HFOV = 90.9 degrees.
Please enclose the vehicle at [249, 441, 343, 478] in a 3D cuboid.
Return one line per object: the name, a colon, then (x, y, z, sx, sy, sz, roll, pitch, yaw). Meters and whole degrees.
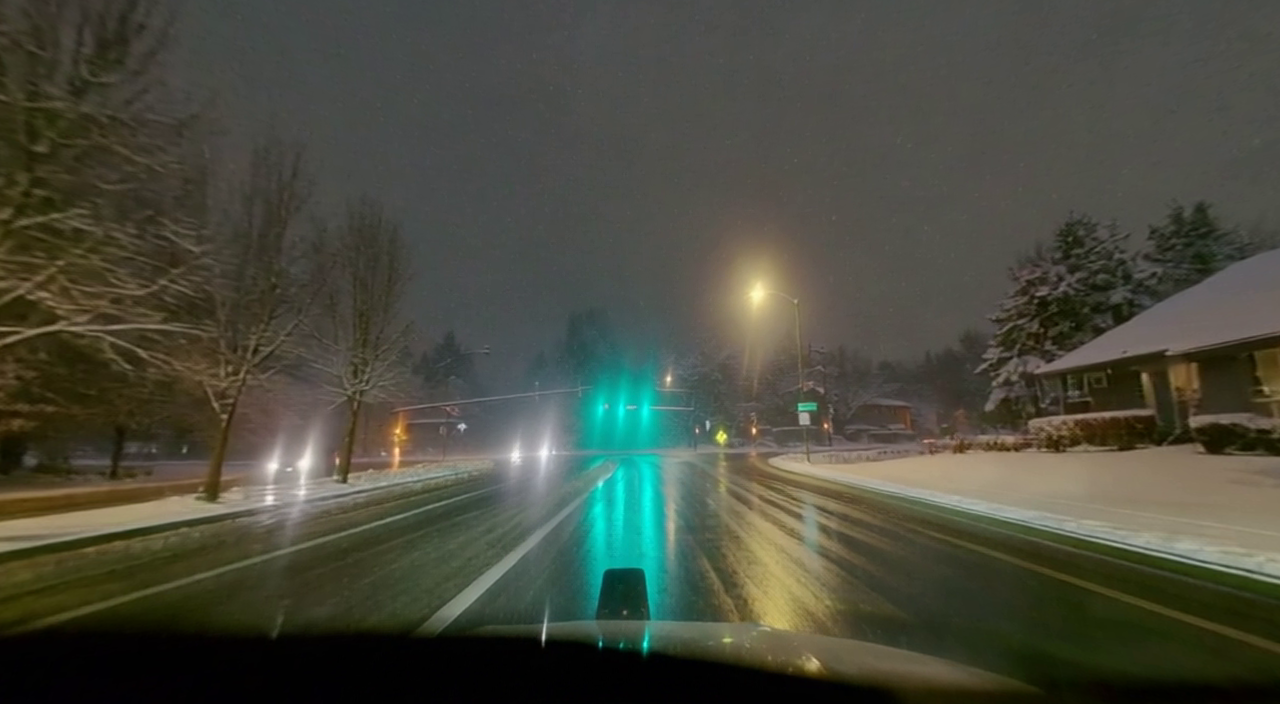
vehicle: (-17.045, 5.346, 31.529, 2.006, 1.694, 4.351, -1, -8, 4)
